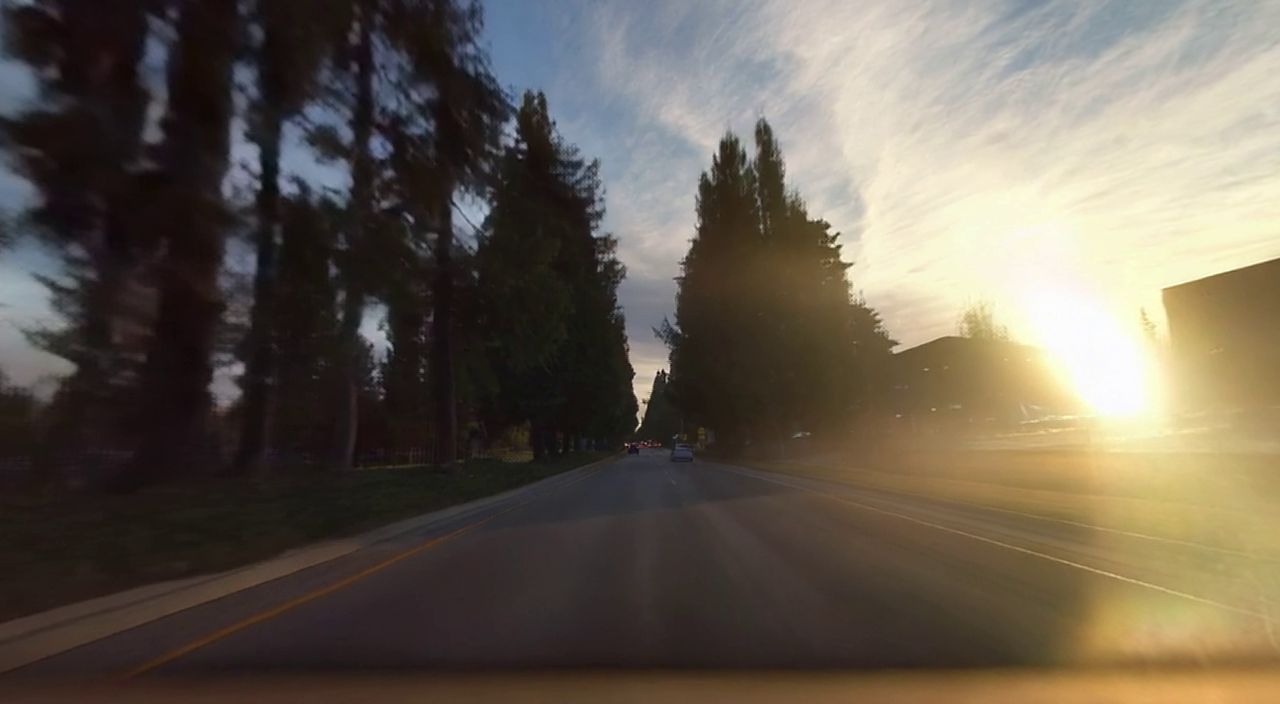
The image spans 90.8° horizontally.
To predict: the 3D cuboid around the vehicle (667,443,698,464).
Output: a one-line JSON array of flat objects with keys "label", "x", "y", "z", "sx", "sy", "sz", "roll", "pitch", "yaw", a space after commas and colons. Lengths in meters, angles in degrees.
[{"label": "vehicle", "x": 3.146, "y": 7.667, "z": 47.747, "sx": 1.925, "sy": 1.488, "sz": 4.271, "roll": 0, "pitch": -8, "yaw": -1}]
